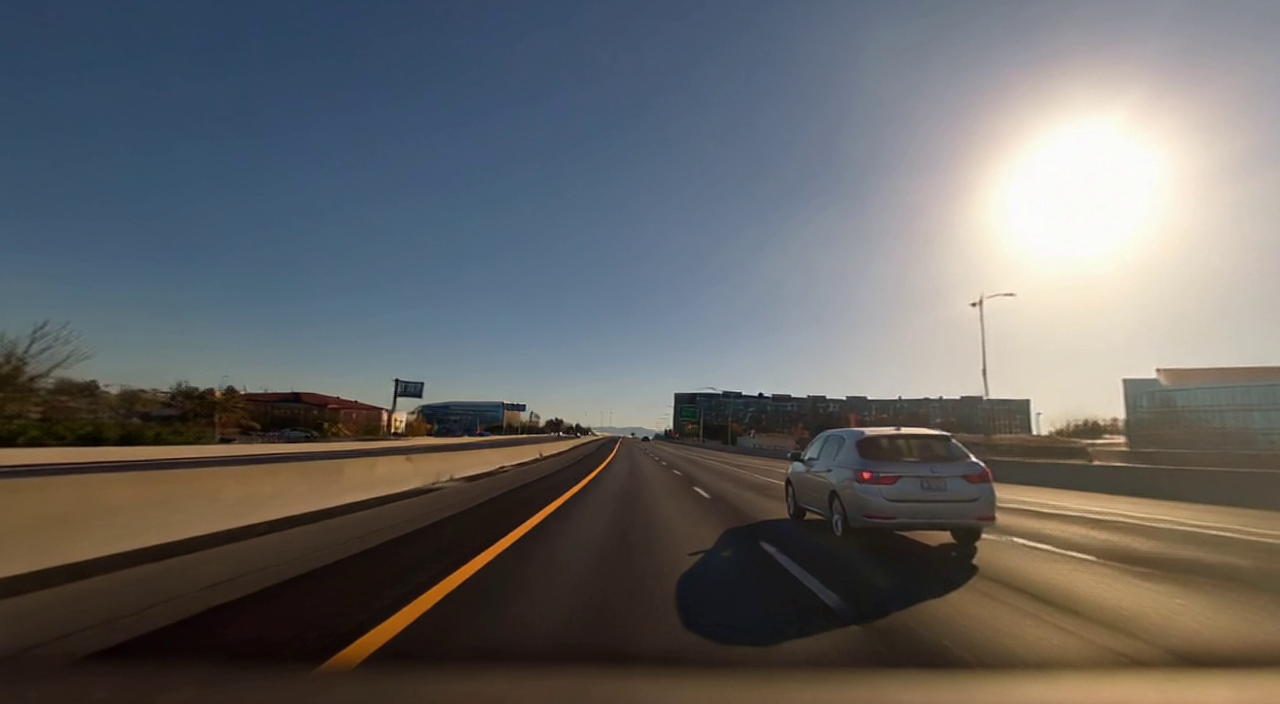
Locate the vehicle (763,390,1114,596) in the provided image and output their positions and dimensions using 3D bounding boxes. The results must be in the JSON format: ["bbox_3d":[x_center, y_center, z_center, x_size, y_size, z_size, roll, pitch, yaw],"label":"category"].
[{"bbox_3d":[2.918,1.493,7.461,2.059,1.715,4.192,0,-8,0],"label":"vehicle"}]
